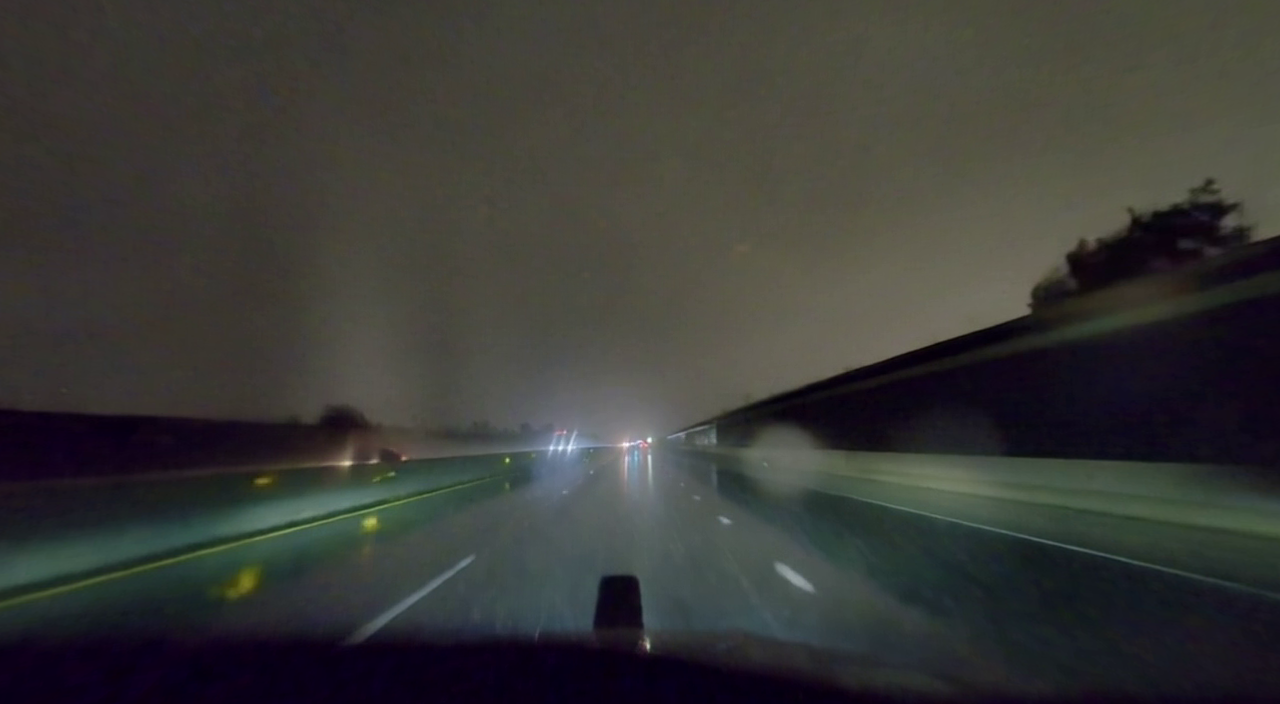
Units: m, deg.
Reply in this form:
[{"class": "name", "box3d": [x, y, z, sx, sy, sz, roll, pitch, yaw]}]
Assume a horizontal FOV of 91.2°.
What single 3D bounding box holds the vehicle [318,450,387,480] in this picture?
[{"class": "vehicle", "box3d": [-16.826, 6.591, 36.913, 1.922, 1.631, 4.565, 0, -9, -1]}]
